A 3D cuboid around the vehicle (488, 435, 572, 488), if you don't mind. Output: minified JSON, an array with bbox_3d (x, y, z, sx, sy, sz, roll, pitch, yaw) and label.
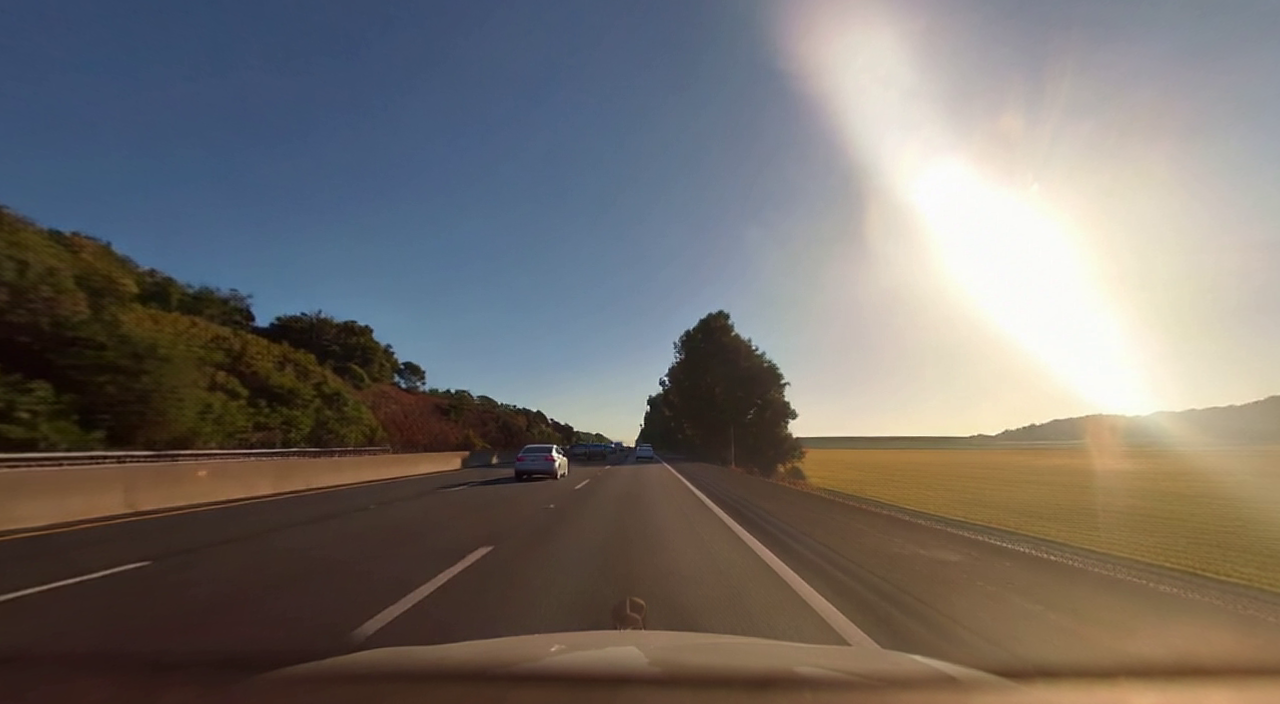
[{"bbox_3d":[-3.681,3.756,22.006,2.028,1.634,4.441,0,-8,1],"label":"vehicle"}]

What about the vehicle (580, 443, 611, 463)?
[{"bbox_3d":[-3.468,7.904,49.743,2.066,1.497,4.253,0,-8,1],"label":"vehicle"}]

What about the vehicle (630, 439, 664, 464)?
[{"bbox_3d":[0.453,7.009,44.509,2.259,1.697,4.106,0,-8,0],"label":"vehicle"}]
